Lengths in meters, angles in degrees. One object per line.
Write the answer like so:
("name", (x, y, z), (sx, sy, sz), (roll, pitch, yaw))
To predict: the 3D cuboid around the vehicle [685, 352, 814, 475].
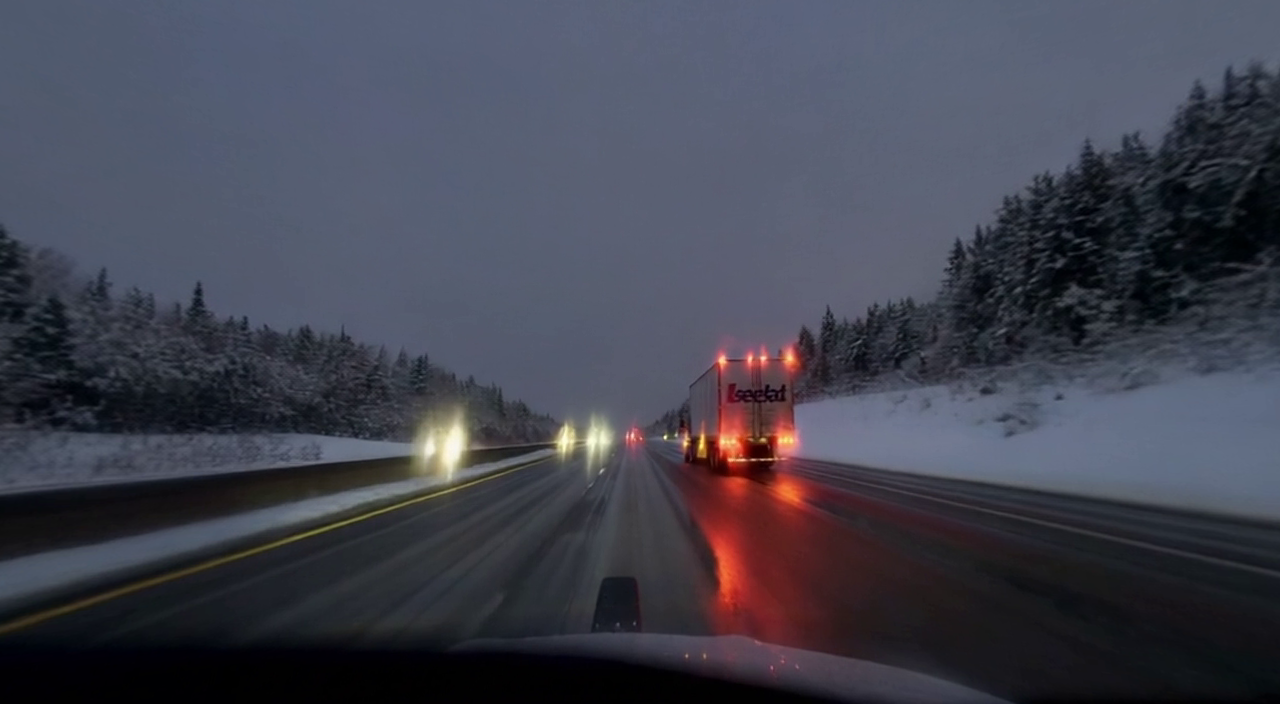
("vehicle", (4.079, 2.960, 27.684), (2.920, 4.029, 13.900), (0, -8, -1))
